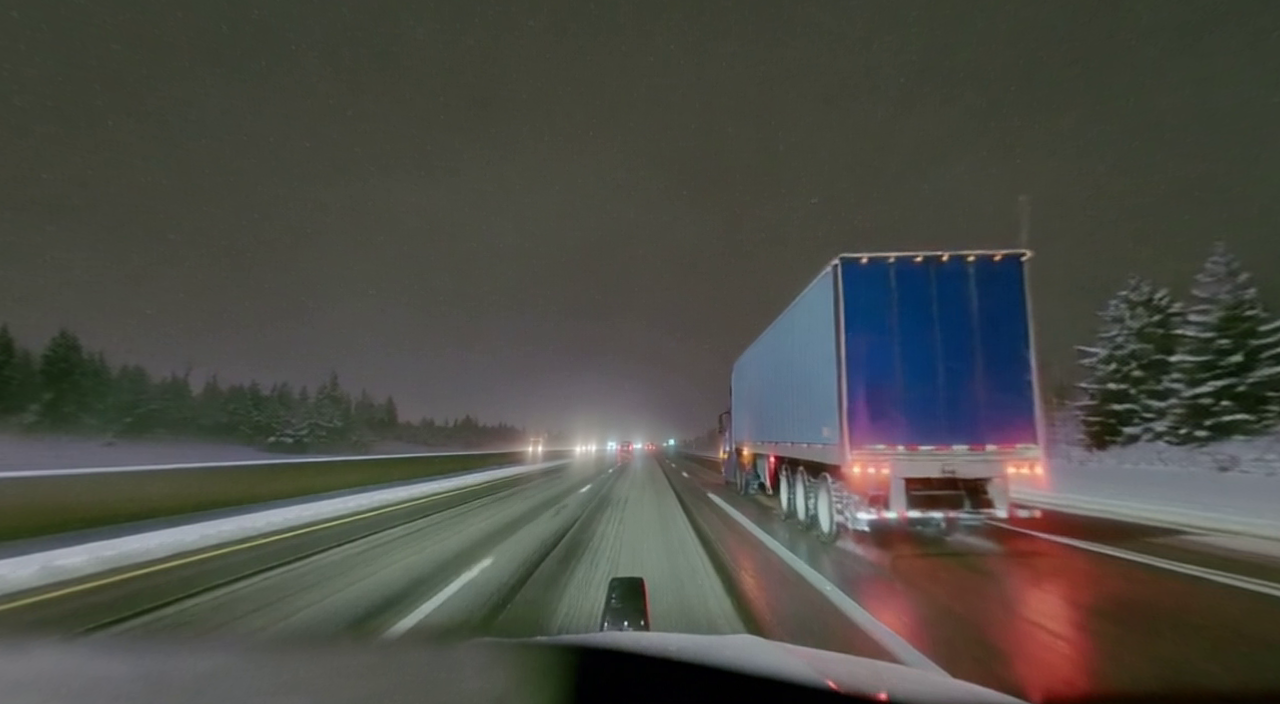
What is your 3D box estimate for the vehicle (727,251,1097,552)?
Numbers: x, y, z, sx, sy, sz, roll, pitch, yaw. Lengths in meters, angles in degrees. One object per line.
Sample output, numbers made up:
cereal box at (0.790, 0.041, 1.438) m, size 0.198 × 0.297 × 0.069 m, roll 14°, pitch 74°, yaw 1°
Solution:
vehicle at (4.141, 1.407, 13.763) m, size 2.870 × 3.768 × 11.872 m, roll 0°, pitch -8°, yaw 0°
